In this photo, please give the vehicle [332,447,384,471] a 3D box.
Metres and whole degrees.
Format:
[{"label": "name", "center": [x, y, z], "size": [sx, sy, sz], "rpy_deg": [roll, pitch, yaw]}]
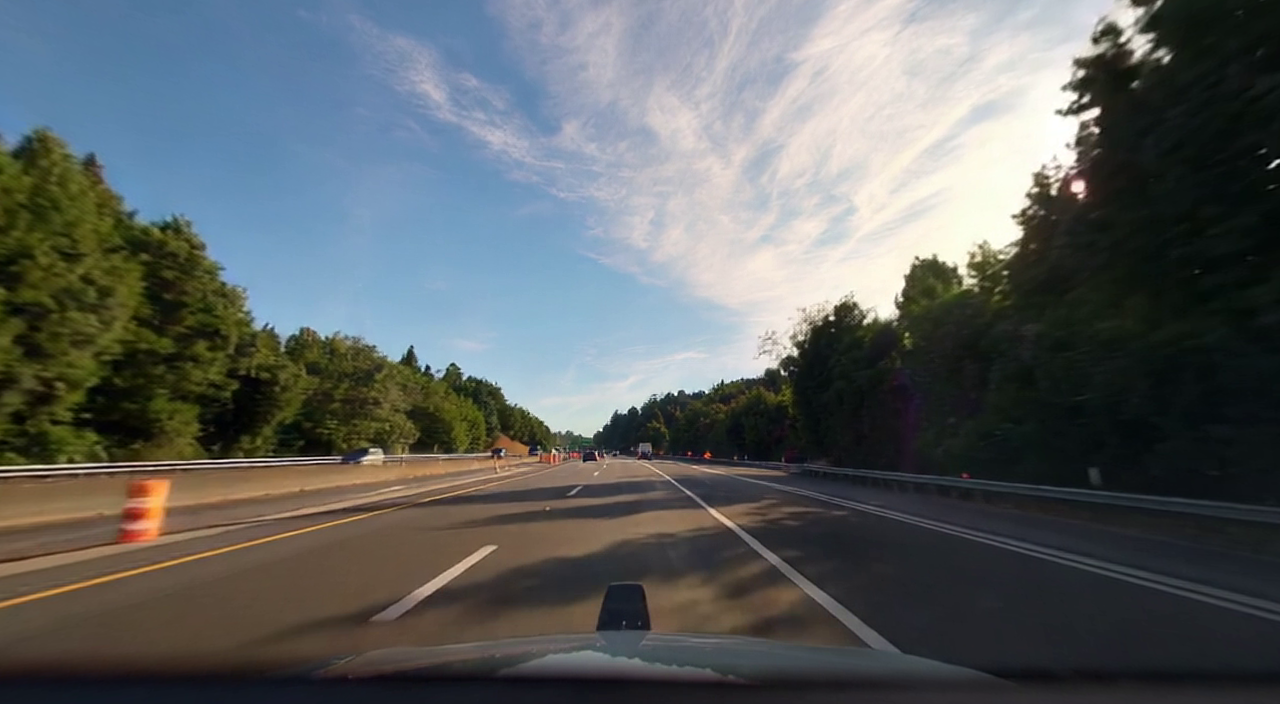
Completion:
[{"label": "vehicle", "center": [-18.276, 6.912, 40.935], "size": [1.730, 1.462, 3.573], "rpy_deg": [0, -9, -1]}]
